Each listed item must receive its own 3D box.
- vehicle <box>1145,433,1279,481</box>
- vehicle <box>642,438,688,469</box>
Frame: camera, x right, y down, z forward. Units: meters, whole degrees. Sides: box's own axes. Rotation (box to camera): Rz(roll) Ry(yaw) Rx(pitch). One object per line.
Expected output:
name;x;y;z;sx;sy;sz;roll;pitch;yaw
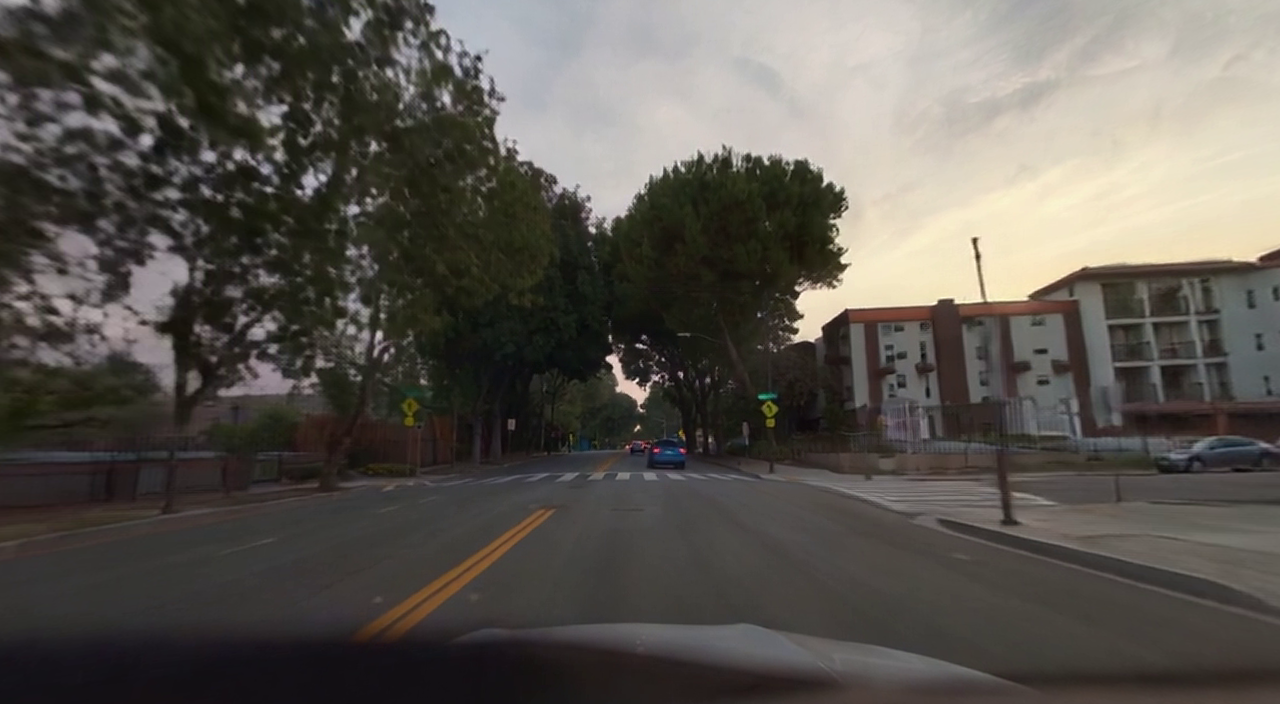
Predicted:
vehicle;23.956;4.256;25.703;4.676;1.775;2.085;-2;-9;2
vehicle;1.396;5.889;36.733;1.981;1.703;3.691;1;-9;-8
